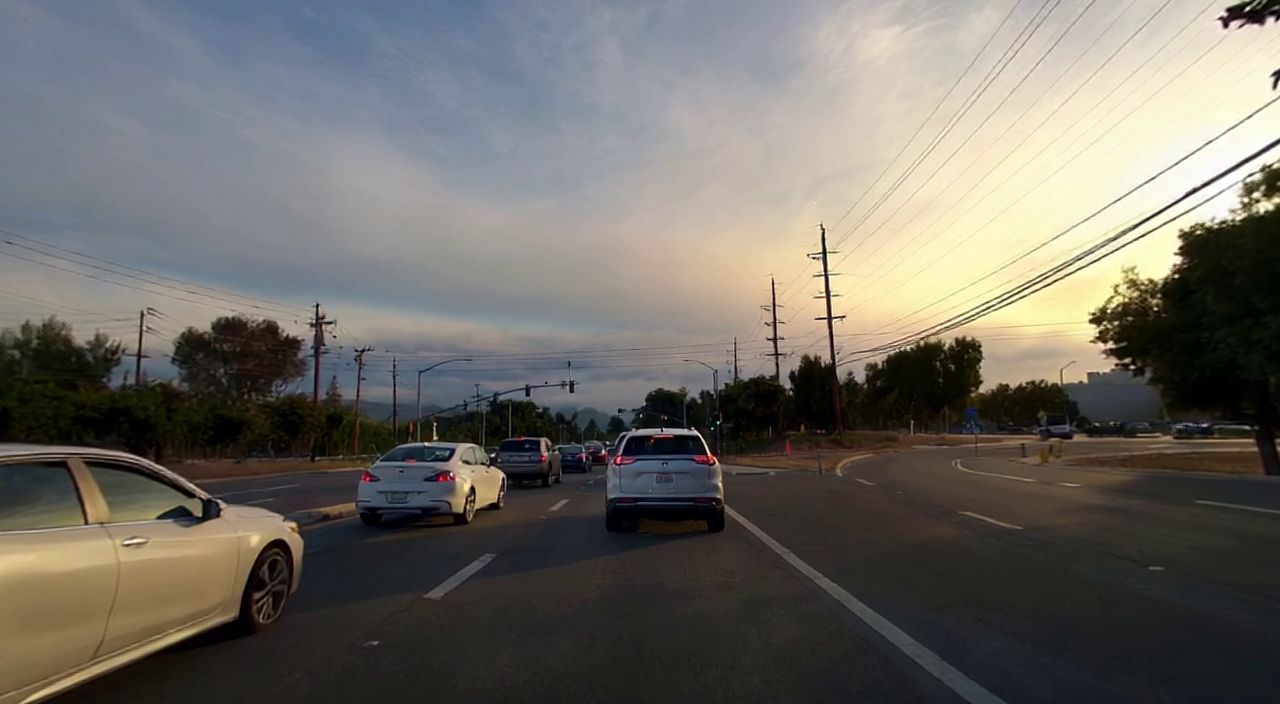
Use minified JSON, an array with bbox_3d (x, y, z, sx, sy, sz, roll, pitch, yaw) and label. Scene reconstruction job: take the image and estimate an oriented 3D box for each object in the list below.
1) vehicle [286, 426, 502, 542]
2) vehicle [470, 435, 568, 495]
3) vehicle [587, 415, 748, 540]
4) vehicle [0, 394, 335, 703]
[{"bbox_3d":[-3.809,2.115,10.680,1.999,1.563,4.007,0,-9,1],"label":"vehicle"},{"bbox_3d":[-3.577,3.450,19.552,2.018,1.621,4.441,-1,-9,2],"label":"vehicle"},{"bbox_3d":[0.414,2.028,10.700,2.205,1.691,3.937,0,-9,1],"label":"vehicle"},{"bbox_3d":[-3.676,0.983,2.974,2.051,1.488,4.806,0,-9,0],"label":"vehicle"}]
